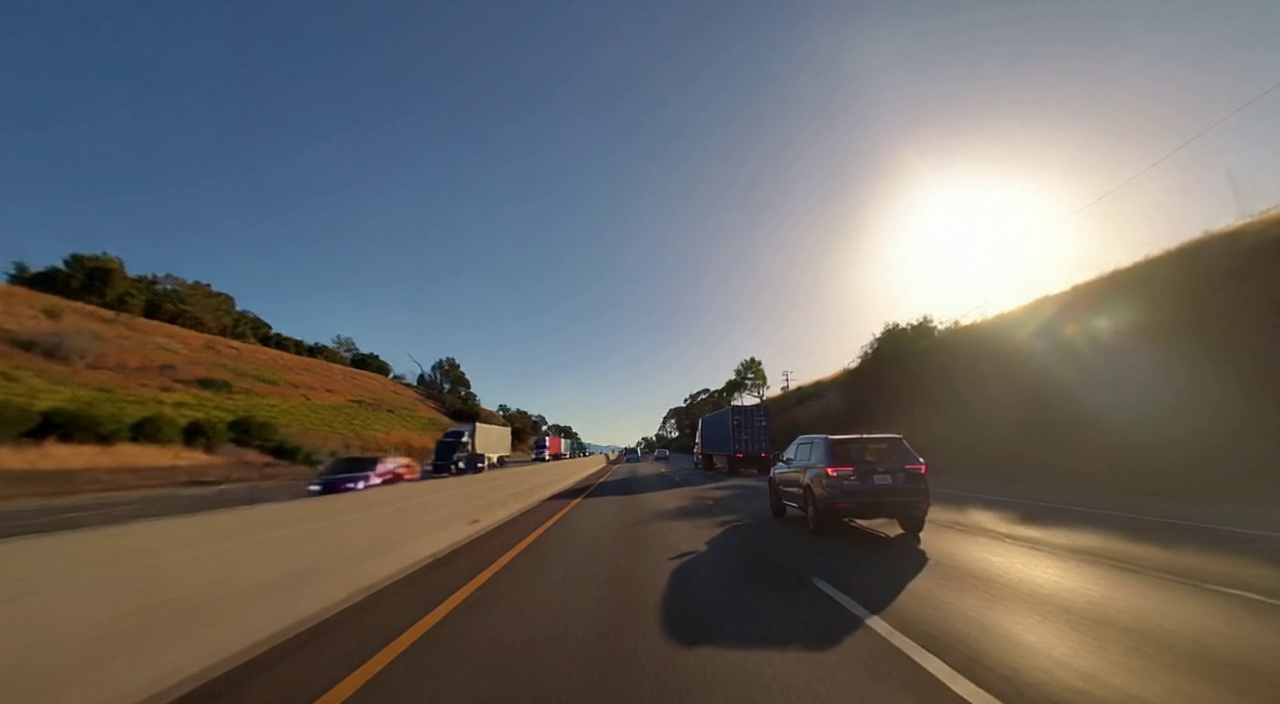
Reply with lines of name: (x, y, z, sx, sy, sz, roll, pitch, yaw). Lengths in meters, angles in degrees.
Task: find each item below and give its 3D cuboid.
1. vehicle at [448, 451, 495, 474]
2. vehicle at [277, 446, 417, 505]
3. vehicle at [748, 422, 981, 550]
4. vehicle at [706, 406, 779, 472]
vehicle: (-11.336, 7.463, 42.754, 1.879, 1.456, 4.460, 0, -9, 1)
vehicle: (-8.148, 3.450, 18.106, 1.809, 1.453, 4.501, 0, -9, 1)
vehicle: (3.356, 2.115, 10.629, 2.130, 1.658, 4.537, 0, -9, -2)
vehicle: (7.095, 6.460, 46.262, 2.882, 4.109, 13.567, 0, -9, -1)
